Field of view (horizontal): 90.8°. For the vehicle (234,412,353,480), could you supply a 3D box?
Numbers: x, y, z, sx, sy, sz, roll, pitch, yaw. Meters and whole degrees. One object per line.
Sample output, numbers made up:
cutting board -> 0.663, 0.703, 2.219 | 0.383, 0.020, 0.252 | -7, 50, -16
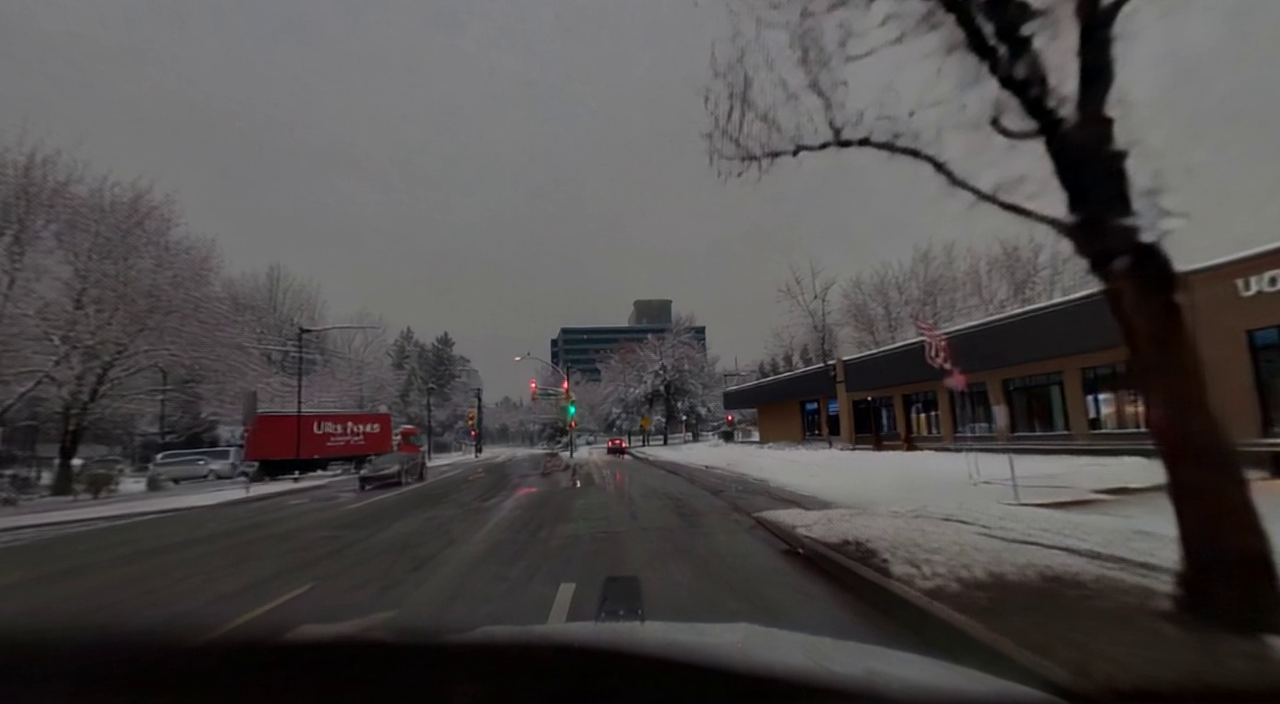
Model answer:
vehicle -> -21.970, 5.996, 40.489 | 3.045, 3.961, 6.104 | -2, -9, 15

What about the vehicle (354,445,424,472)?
vehicle -> -17.180, 7.269, 43.495 | 1.988, 1.762, 4.653 | -2, -9, 16

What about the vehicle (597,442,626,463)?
vehicle -> -2.071, 7.409, 46.612 | 2.006, 1.470, 3.799 | 0, -8, -1

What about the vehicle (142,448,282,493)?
vehicle -> -18.336, 5.041, 27.379 | 2.101, 1.721, 4.587 | -3, -9, 17
